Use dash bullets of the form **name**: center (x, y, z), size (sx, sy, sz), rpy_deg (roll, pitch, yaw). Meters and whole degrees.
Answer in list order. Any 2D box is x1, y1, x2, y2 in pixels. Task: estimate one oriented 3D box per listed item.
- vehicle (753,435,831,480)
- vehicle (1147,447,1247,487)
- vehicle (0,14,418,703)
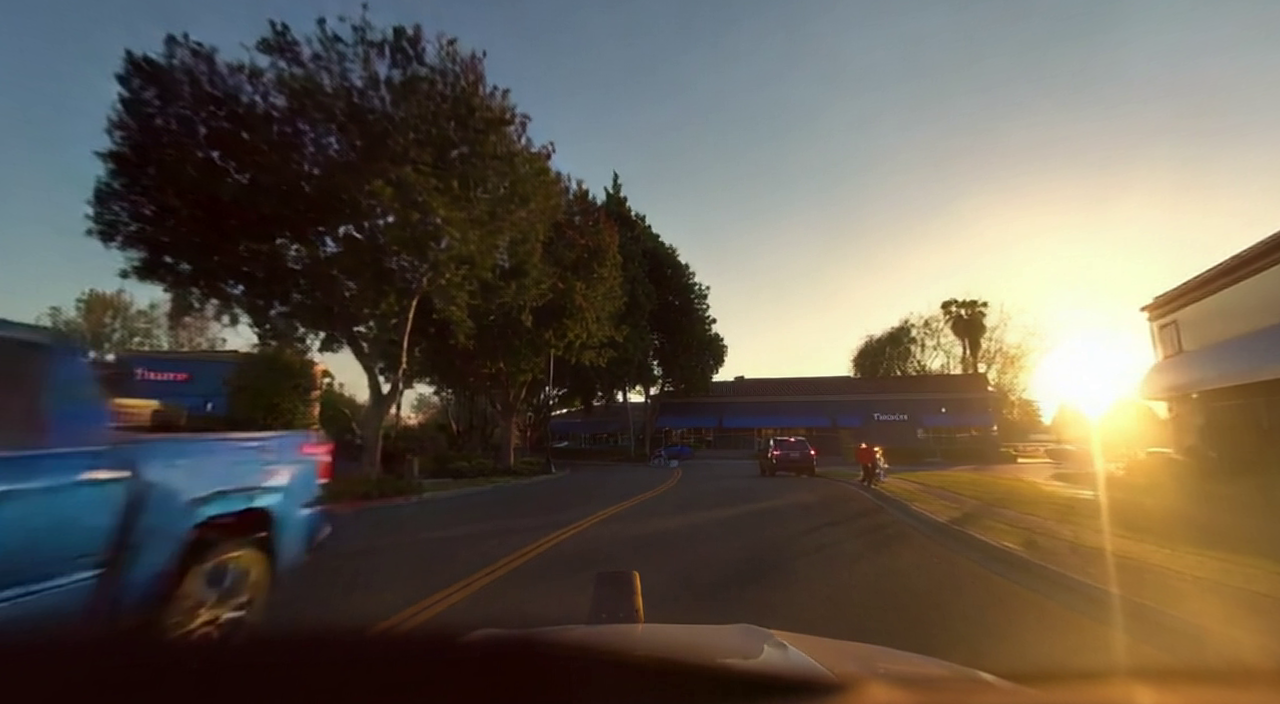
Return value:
- **vehicle**: center (6.627, 4.670, 28.240), size (2.292, 1.767, 5.128), rpy_deg (-1, -8, 2)
- **vehicle**: center (24.991, 5.098, 28.306), size (4.545, 1.640, 1.866), rpy_deg (5, -10, -30)
- **vehicle**: center (-3.578, 0.313, 2.769), size (2.674, 2.815, 6.582), rpy_deg (-1, -8, 1)
